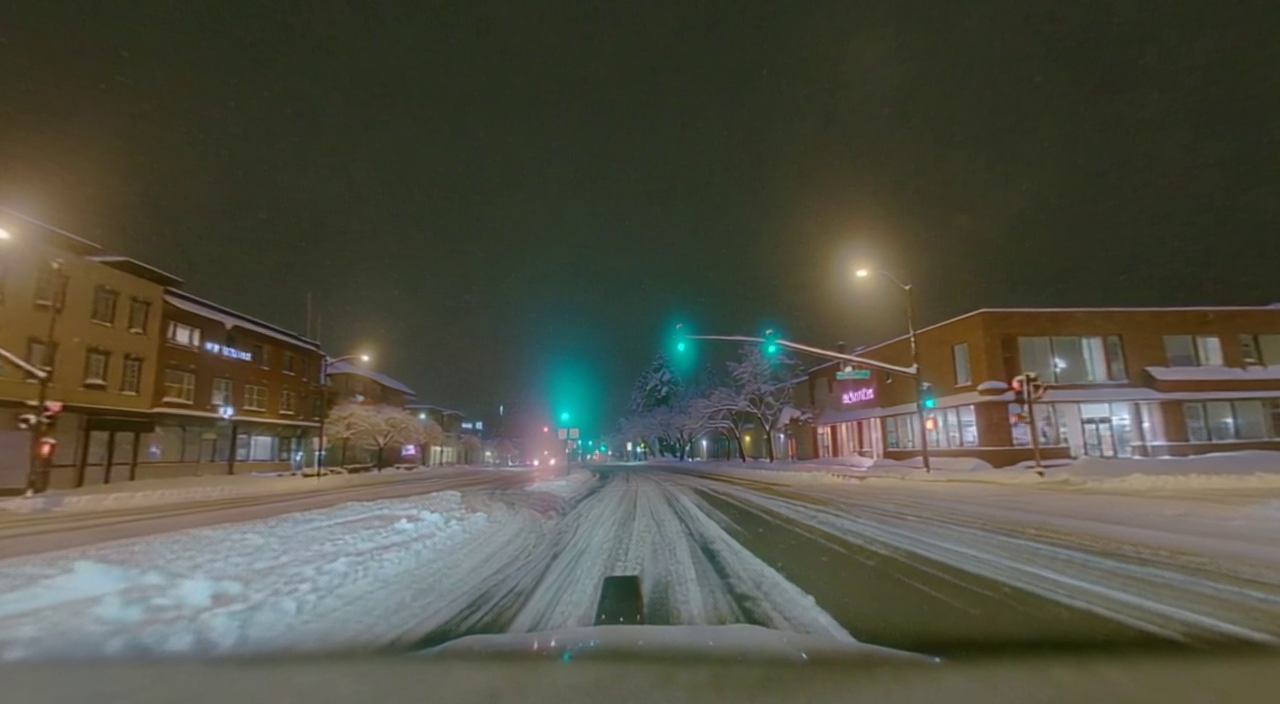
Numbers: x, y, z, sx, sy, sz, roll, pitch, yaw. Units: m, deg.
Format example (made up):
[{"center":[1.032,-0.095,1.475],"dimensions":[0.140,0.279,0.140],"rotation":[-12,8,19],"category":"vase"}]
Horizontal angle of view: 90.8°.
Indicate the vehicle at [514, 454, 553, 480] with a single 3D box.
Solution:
[{"center":[-6.560,7.099,39.335],"dimensions":[1.894,1.474,4.332],"rotation":[0,-8,-3],"category":"vehicle"}]
